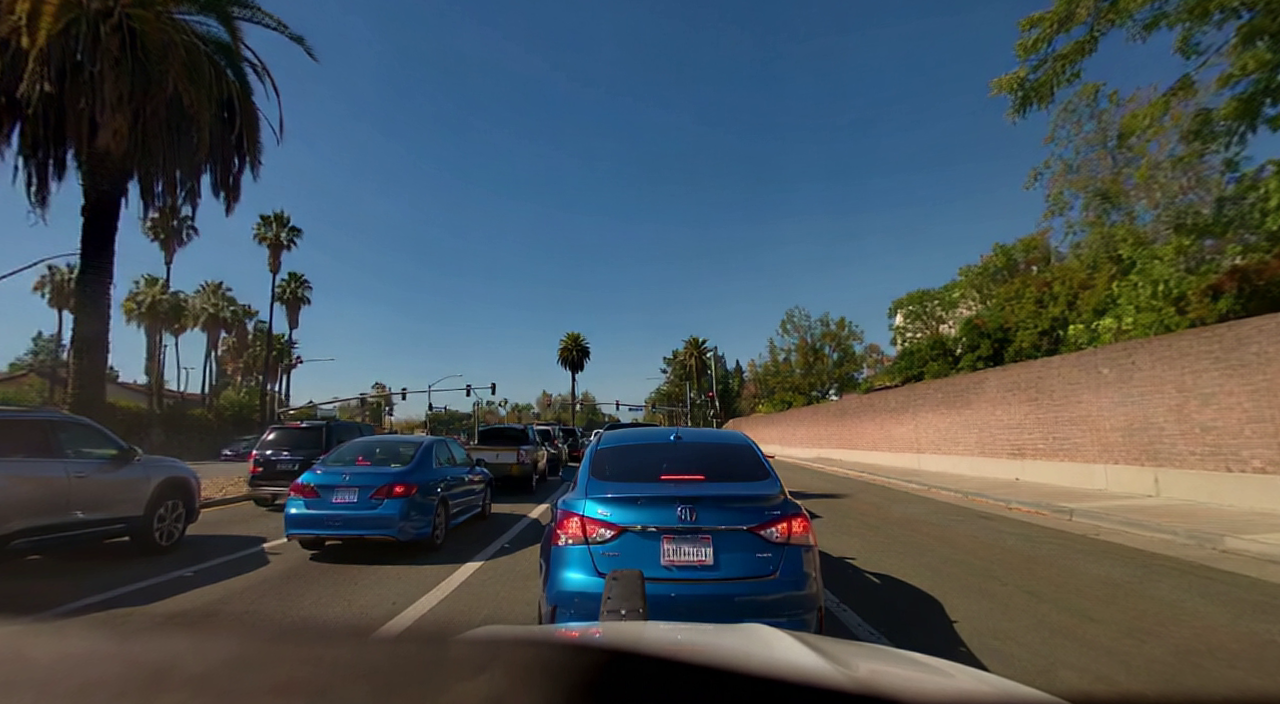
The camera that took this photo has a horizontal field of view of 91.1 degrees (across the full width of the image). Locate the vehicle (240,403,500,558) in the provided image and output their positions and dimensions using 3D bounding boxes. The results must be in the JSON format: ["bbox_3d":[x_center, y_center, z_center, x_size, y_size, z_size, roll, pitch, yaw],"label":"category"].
[{"bbox_3d":[-3.538,1.774,9.283,2.055,1.746,4.136,0,-8,-1],"label":"vehicle"}]

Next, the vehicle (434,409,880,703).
[{"bbox_3d":[0.039,1.333,5.202,2.128,1.473,4.272,0,-8,-1],"label":"vehicle"}]

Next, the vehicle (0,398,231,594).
[{"bbox_3d":[-6.669,1.401,6.393,1.963,1.721,4.662,0,-8,-2],"label":"vehicle"}]
